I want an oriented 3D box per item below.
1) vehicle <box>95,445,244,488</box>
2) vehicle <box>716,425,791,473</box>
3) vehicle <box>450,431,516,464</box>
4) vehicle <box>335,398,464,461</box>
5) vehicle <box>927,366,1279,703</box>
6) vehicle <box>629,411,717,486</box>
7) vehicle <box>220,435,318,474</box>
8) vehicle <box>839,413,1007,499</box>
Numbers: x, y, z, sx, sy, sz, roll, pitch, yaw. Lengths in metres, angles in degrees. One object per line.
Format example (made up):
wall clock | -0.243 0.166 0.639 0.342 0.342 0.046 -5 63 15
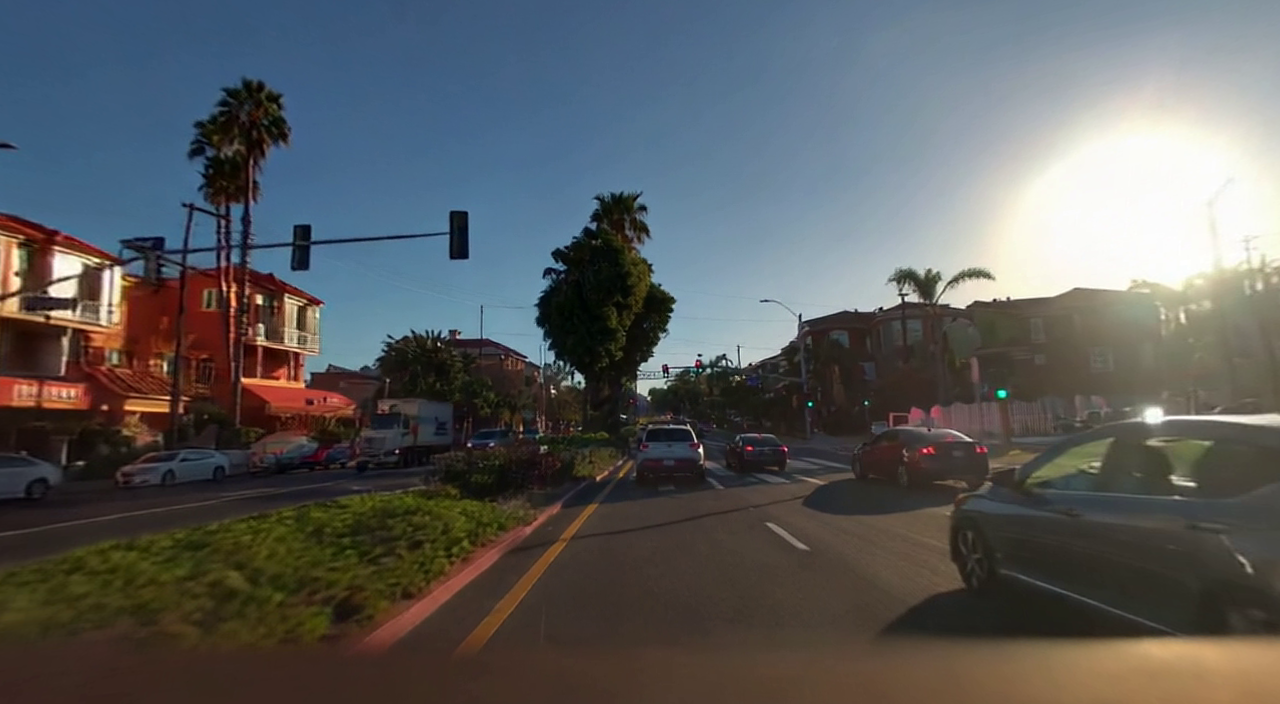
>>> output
vehicle | -18.511 4.499 25.211 2.070 1.499 4.851 -1 -8 3
vehicle | 4.515 3.973 26.001 2.283 1.738 4.916 0 -8 1
vehicle | -7.800 4.824 31.824 2.101 1.538 4.253 -1 -8 2
vehicle | -14.580 5.018 39.810 3.100 3.378 11.784 -1 -8 2
vehicle | 3.869 1.077 4.108 1.993 1.645 4.350 0 -8 1
vehicle | 1.006 3.143 20.722 2.487 2.115 5.444 0 -8 2
vehicle | -18.062 5.004 30.972 1.965 1.747 4.461 0 -8 2
vehicle | 7.458 2.820 17.441 2.215 1.973 5.323 0 -8 1
